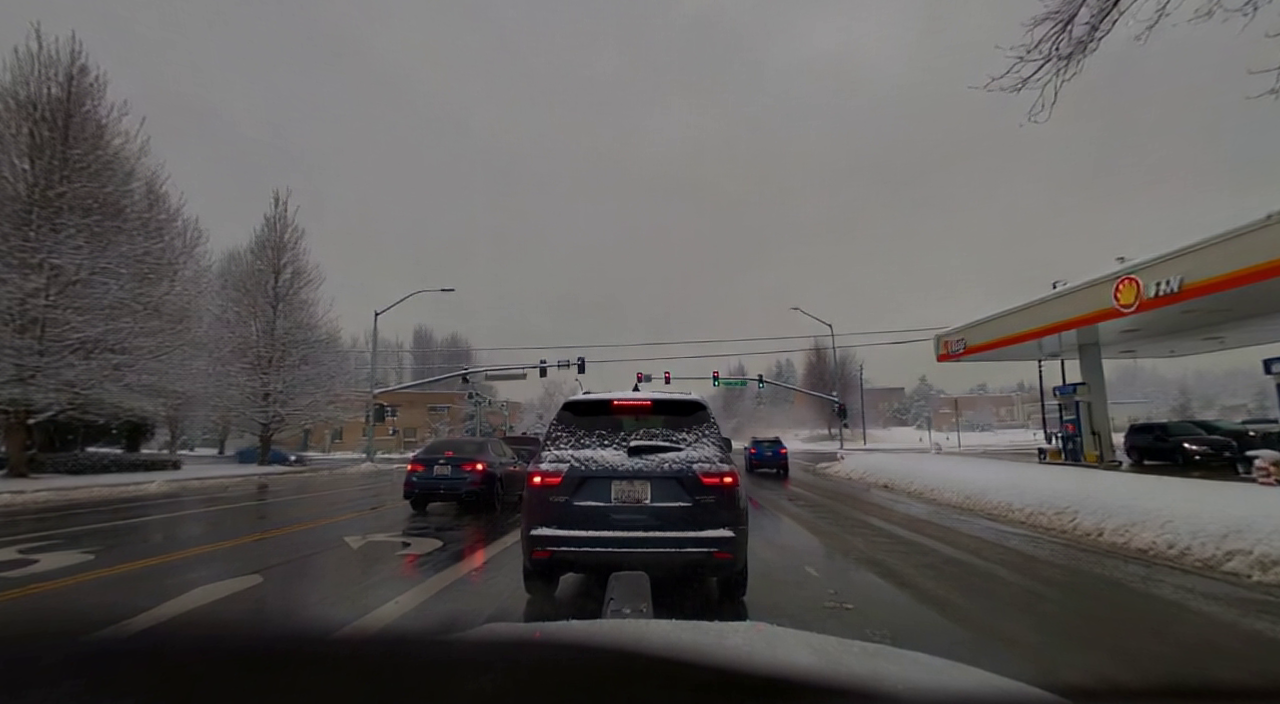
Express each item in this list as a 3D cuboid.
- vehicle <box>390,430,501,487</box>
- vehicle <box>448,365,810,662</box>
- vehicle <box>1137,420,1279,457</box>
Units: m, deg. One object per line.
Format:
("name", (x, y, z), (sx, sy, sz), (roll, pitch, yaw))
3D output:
("vehicle", (-6.646, 3.710, 22.178), (2.065, 1.753, 4.525), (-1, -9, 6))
("vehicle", (0.011, 1.316, 6.134), (2.236, 1.819, 4.291), (-1, -9, 2))
("vehicle", (25.956, 3.964, 28.776), (4.551, 1.616, 1.973), (-2, -9, 11))
